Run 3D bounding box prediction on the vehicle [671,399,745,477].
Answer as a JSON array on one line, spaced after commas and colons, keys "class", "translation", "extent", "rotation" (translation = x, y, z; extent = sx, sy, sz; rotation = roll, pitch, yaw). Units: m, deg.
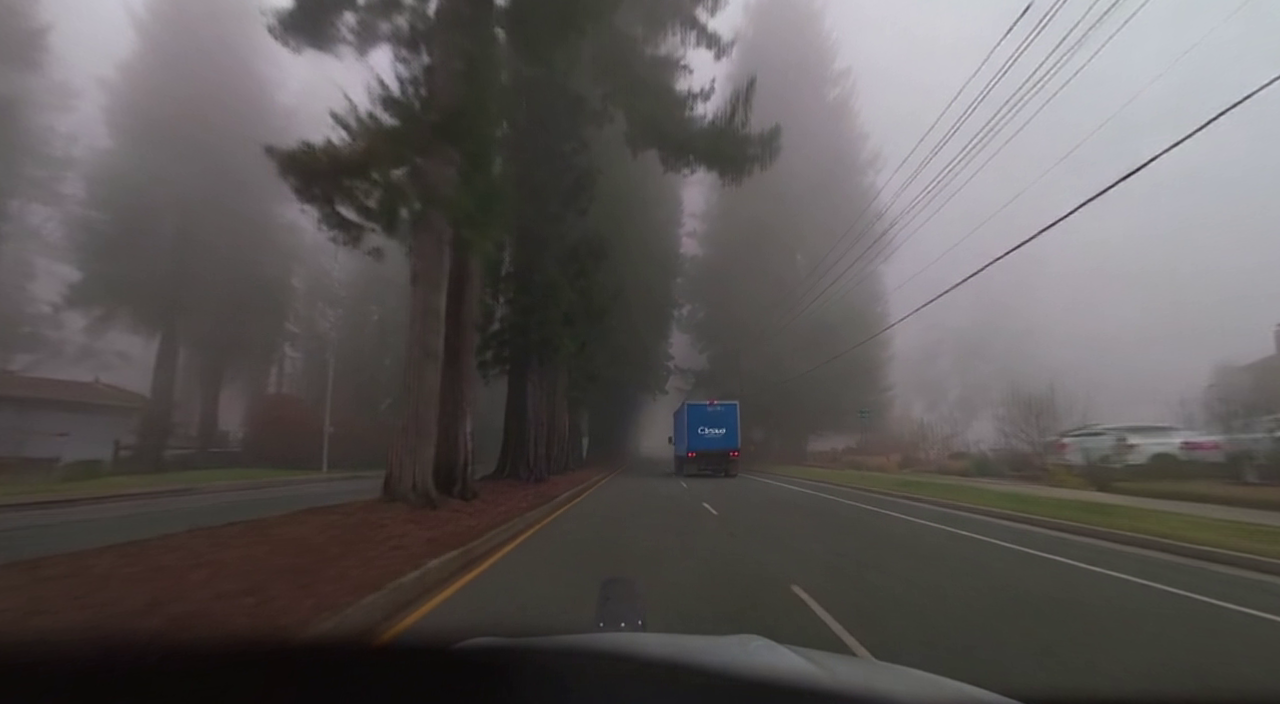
[{"class": "vehicle", "translation": [3.632, 4.969, 36.085], "extent": [2.973, 3.848, 9.336], "rotation": [0, -8, -2]}]
